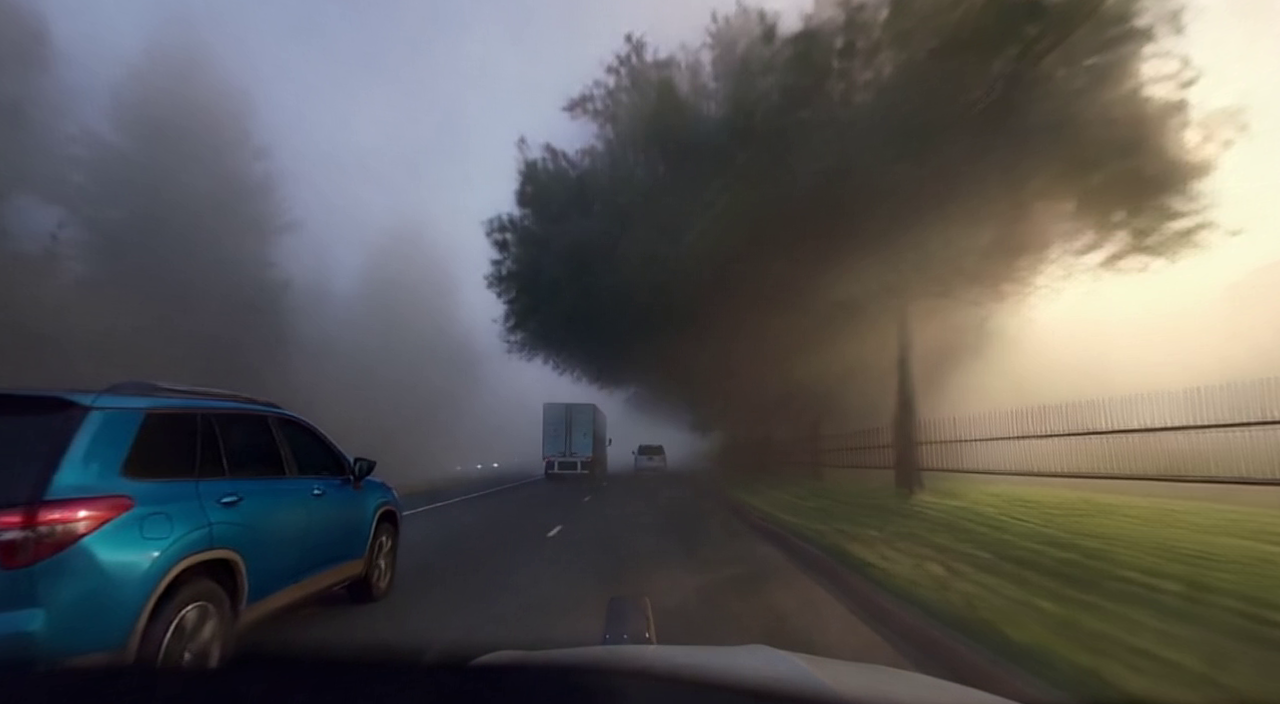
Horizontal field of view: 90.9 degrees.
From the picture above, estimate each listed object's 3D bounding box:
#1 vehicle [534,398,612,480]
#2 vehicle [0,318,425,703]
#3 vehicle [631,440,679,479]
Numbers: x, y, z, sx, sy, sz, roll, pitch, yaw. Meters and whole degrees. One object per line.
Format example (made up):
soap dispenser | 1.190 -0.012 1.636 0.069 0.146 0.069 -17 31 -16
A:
vehicle | -3.229 4.618 33.191 2.928 3.658 8.980 1 -9 1
vehicle | -3.330 1.095 4.236 2.093 1.832 4.508 1 -9 1
vehicle | 0.728 5.253 31.111 2.174 1.749 4.113 1 -9 1
